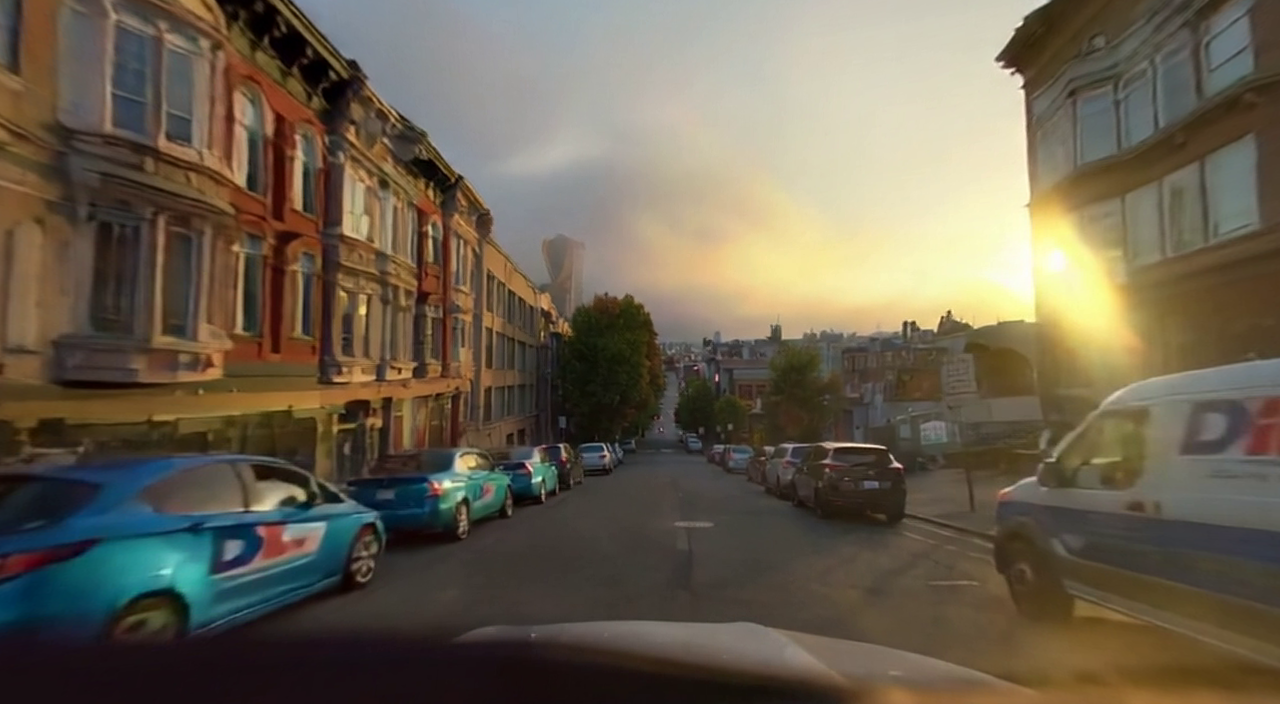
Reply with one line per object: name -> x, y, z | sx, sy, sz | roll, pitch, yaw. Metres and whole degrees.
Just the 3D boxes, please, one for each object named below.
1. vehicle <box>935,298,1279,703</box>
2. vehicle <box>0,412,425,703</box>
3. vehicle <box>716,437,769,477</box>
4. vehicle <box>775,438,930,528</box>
vehicle -> 3.985, 0.903, 3.704 | 2.186, 2.024, 4.901 | 0, -8, 1
vehicle -> -3.229, 1.258, 4.575 | 1.867, 1.519, 3.920 | 2, -5, 1
vehicle -> 4.909, 5.066, 30.717 | 1.879, 1.802, 4.574 | 0, -8, 1
vehicle -> 4.092, 2.534, 12.864 | 1.896, 1.549, 3.845 | 0, -8, 1
